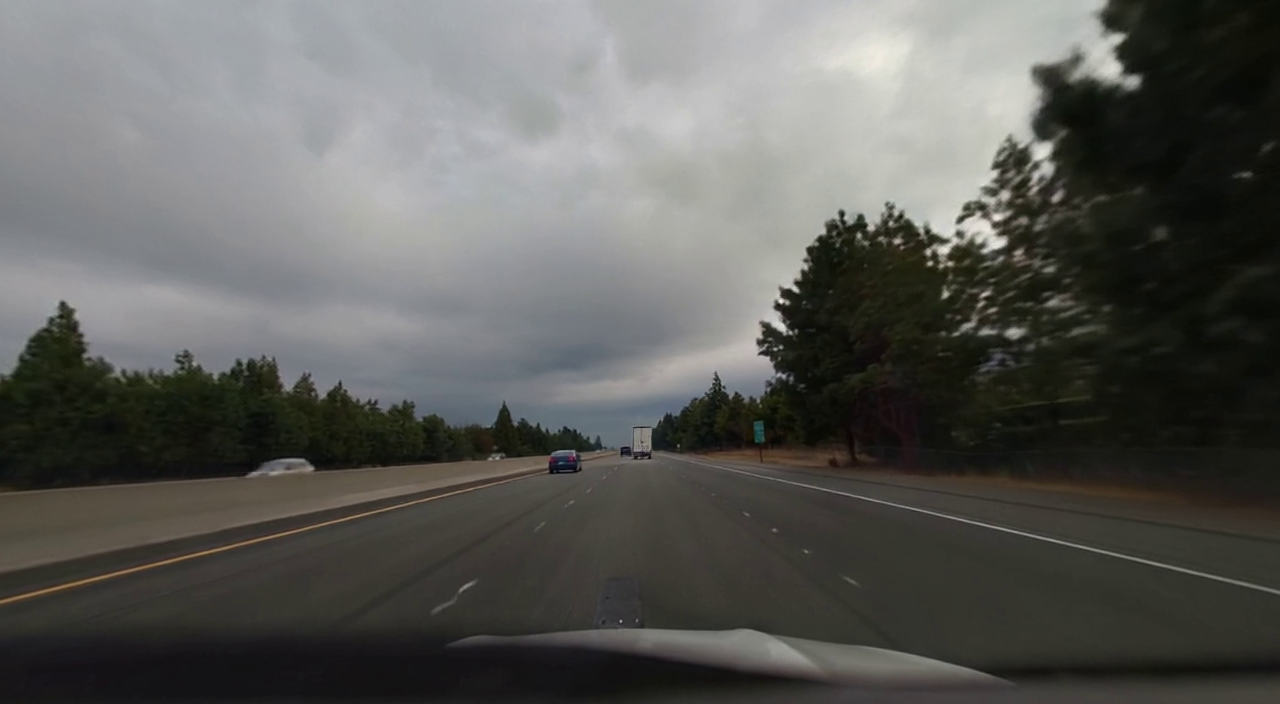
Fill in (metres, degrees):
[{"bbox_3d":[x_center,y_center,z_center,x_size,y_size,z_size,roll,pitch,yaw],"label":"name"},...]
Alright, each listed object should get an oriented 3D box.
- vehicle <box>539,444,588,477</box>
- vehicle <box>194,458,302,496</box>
[{"bbox_3d":[-3.824,5.508,32.177,2.018,1.548,3.849,0,-9,0],"label":"vehicle"},{"bbox_3d":[-16.895,5.383,27.504,1.813,1.419,4.392,-1,-9,1],"label":"vehicle"}]
